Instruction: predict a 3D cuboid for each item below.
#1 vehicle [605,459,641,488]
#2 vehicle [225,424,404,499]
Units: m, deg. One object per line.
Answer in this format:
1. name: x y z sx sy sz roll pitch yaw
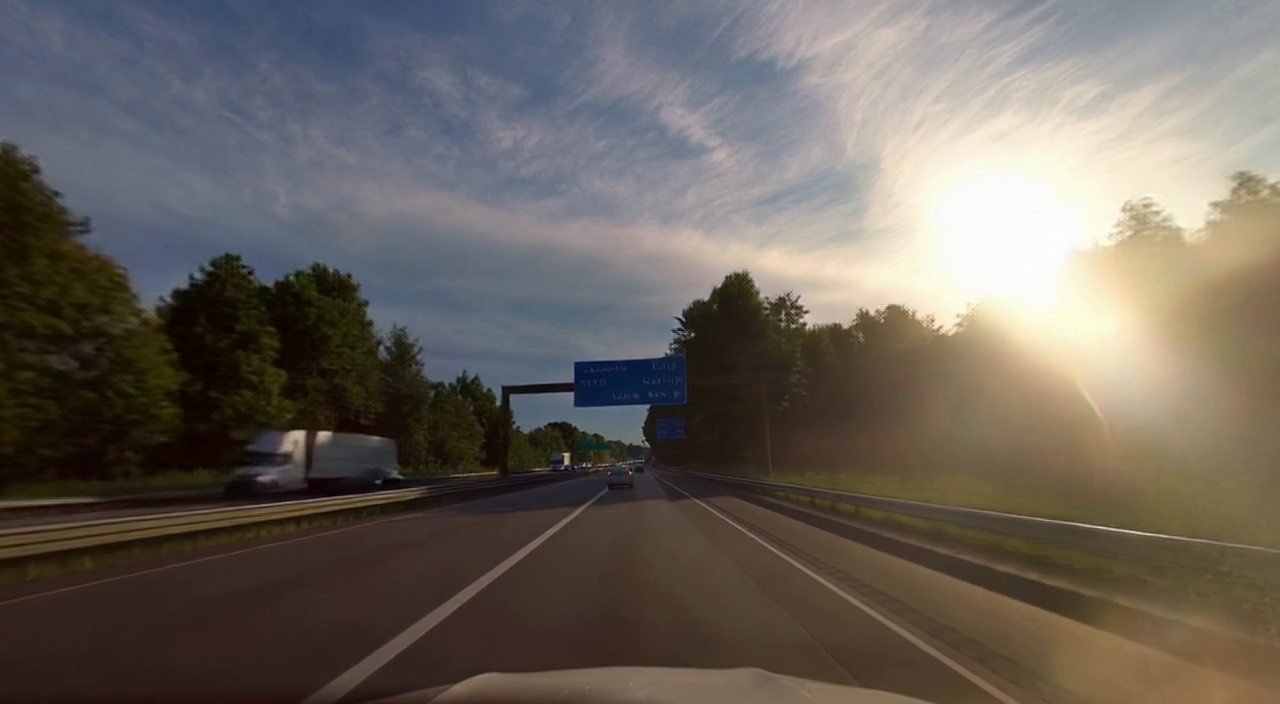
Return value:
1. vehicle: -0.990 7.579 39.271 2.104 1.655 4.039 0 -10 1
2. vehicle: -16.879 6.019 34.394 3.033 3.267 12.435 0 -10 1
